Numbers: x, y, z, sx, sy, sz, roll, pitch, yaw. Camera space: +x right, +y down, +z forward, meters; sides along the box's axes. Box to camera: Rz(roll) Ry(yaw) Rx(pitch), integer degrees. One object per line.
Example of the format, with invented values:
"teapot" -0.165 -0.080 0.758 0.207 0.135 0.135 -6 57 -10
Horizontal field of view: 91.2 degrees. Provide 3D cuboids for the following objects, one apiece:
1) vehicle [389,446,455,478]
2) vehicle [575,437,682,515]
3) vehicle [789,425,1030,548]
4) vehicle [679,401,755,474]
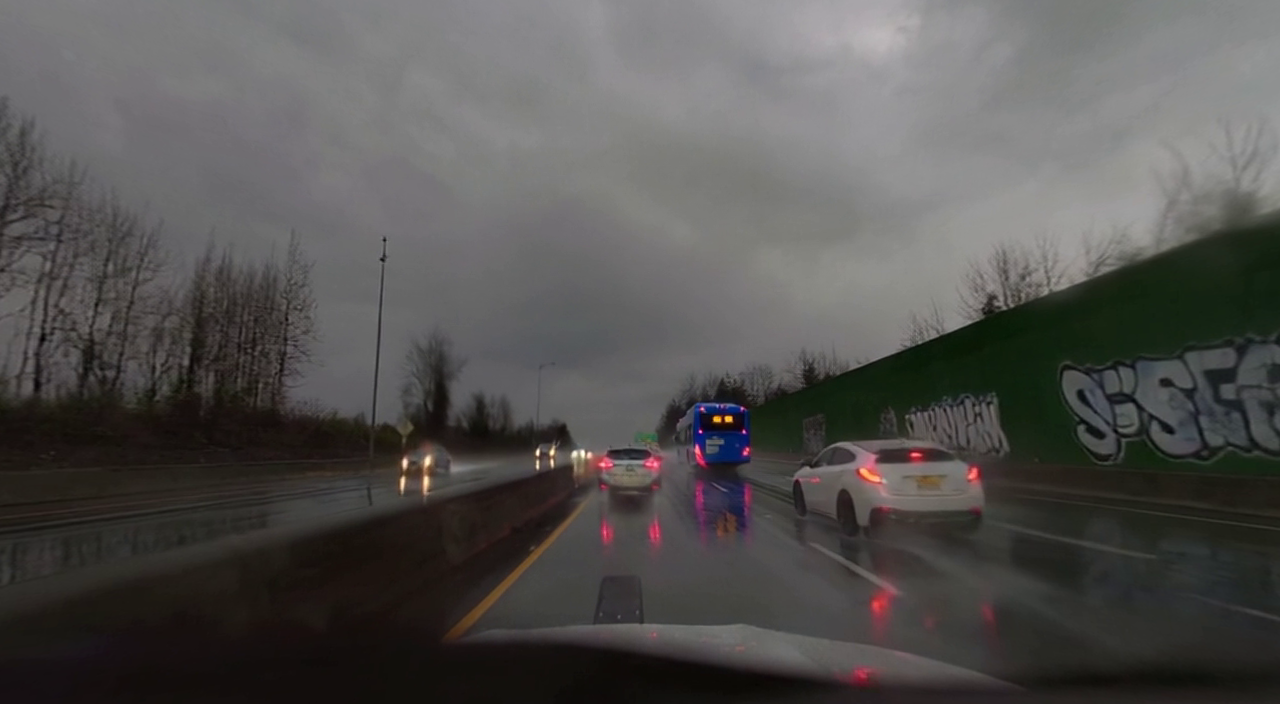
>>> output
"vehicle" -12.556 6.360 36.419 2.090 1.680 4.456 -1 -9 2
"vehicle" -0.240 2.846 14.814 2.160 1.532 4.073 -1 -9 0
"vehicle" 3.859 2.002 9.883 1.995 1.507 3.915 0 -9 -1
"vehicle" 4.107 5.102 36.504 3.055 3.479 12.521 -1 -9 1
